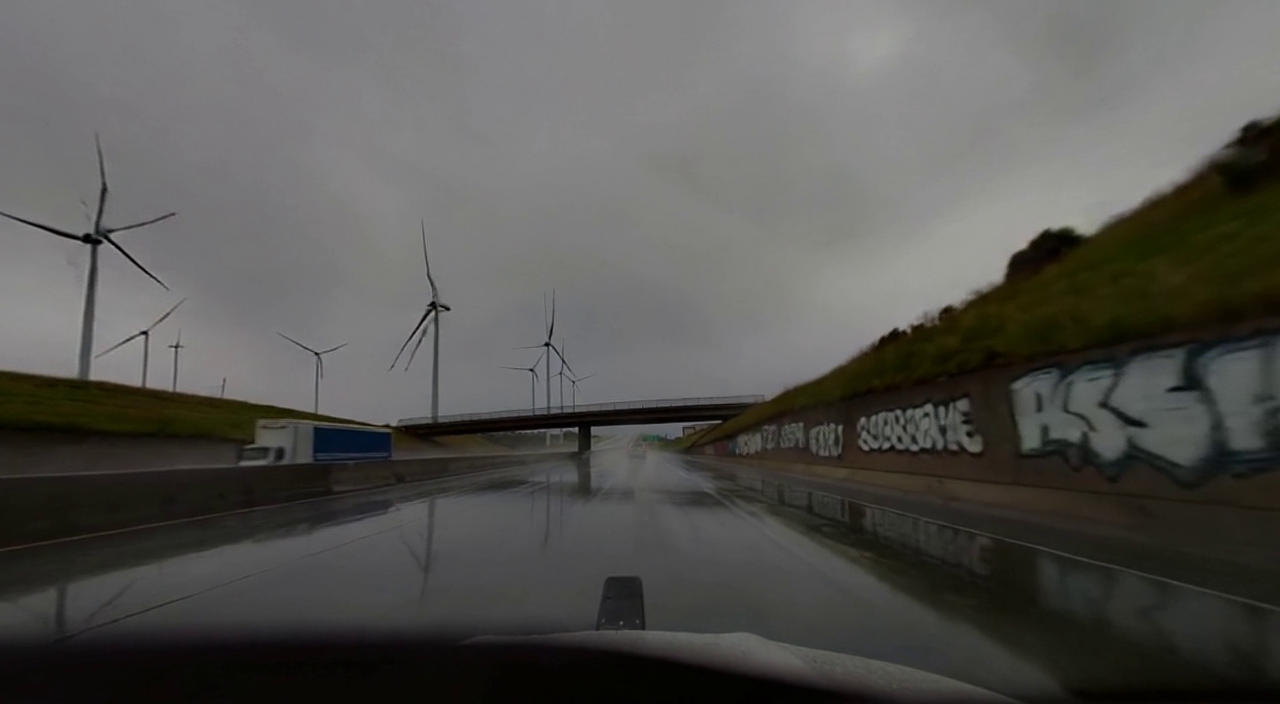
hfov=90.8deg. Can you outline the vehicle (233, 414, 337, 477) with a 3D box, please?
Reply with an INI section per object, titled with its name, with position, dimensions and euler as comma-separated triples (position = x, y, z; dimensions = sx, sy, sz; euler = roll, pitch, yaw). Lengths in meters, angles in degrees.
[vehicle]
position = -23.007, 6.175, 41.372
dimensions = 3.227, 3.793, 6.009
euler = 0, -9, -1
